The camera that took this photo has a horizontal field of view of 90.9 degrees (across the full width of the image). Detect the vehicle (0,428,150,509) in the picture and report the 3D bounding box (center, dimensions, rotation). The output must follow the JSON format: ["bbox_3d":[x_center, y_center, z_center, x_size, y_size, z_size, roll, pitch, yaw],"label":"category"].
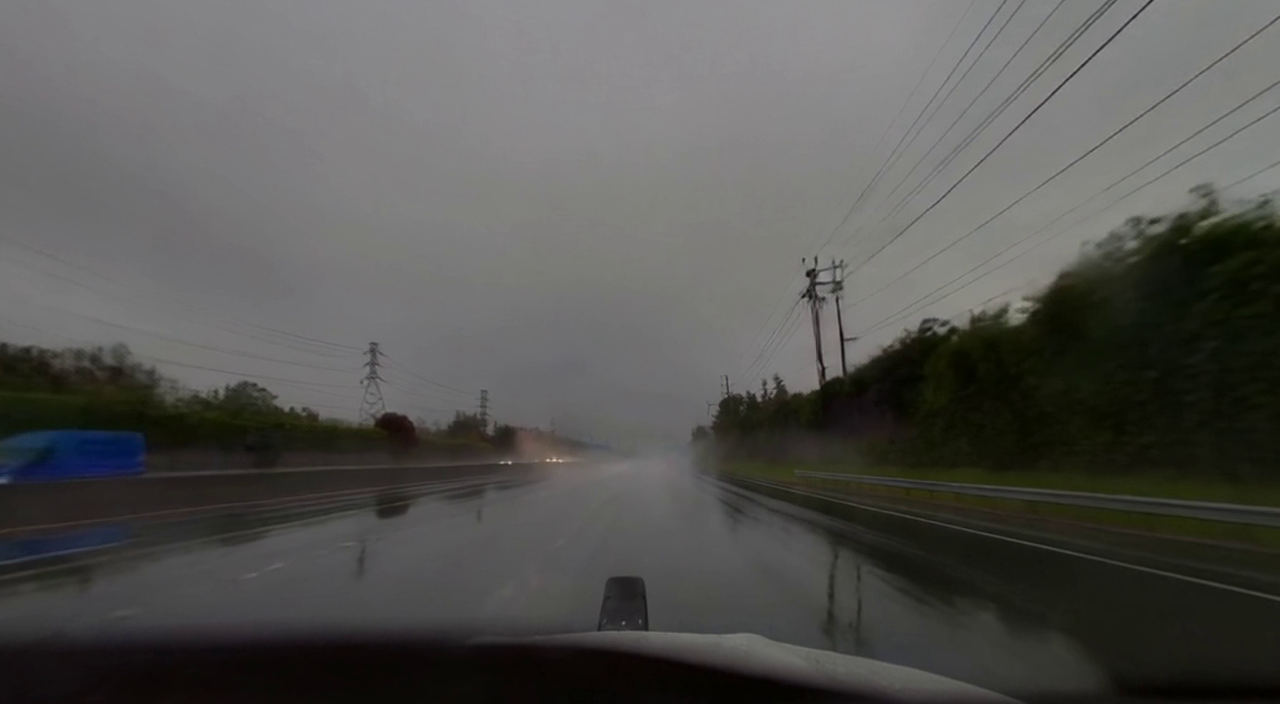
[{"bbox_3d":[-21.825,4.242,23.429,2.253,2.596,5.946,-1,-9,1],"label":"vehicle"}]
